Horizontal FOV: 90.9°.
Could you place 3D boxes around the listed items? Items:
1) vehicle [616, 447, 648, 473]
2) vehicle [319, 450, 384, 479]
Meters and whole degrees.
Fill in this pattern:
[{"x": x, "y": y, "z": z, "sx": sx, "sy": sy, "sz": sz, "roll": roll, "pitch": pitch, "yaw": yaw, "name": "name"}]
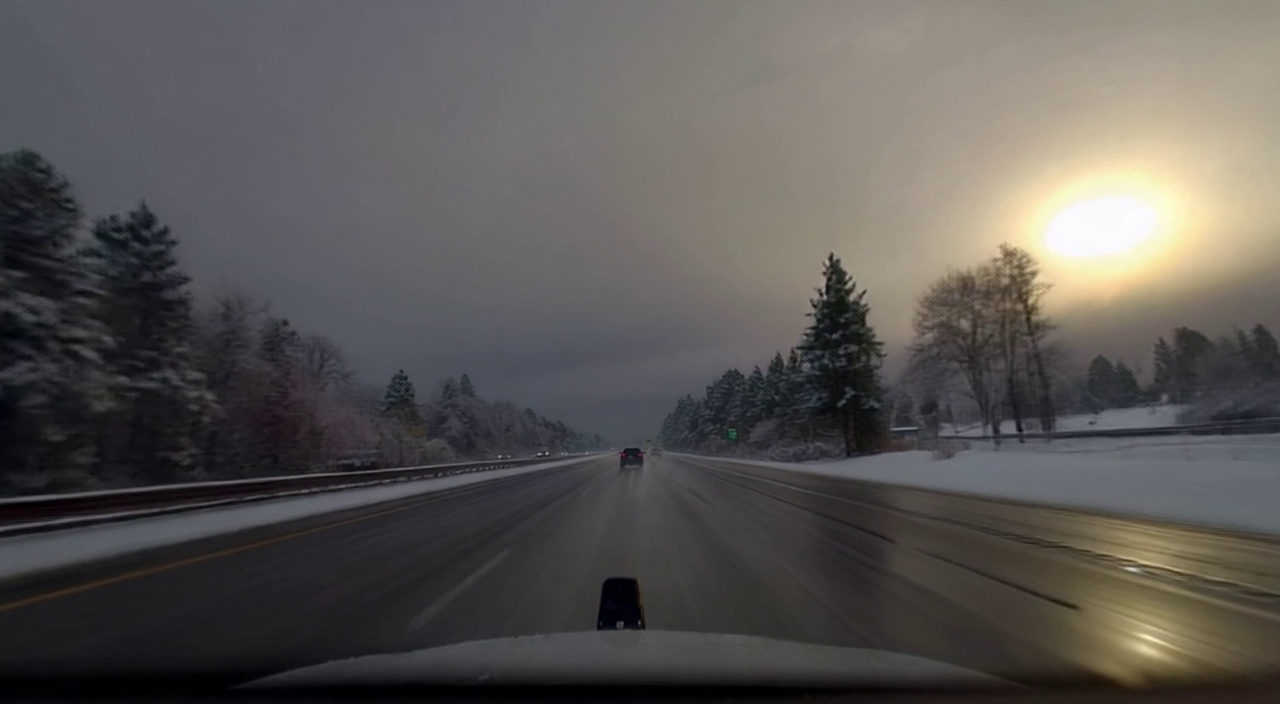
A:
[{"x": -0.489, "y": 6.757, "z": 39.438, "sx": 1.916, "sy": 1.494, "sz": 4.335, "roll": 0, "pitch": -9, "yaw": 0, "name": "vehicle"}, {"x": -18.074, "y": 7.045, "z": 39.689, "sx": 1.975, "sy": 1.674, "sz": 4.661, "roll": 0, "pitch": -9, "yaw": -1, "name": "vehicle"}]
